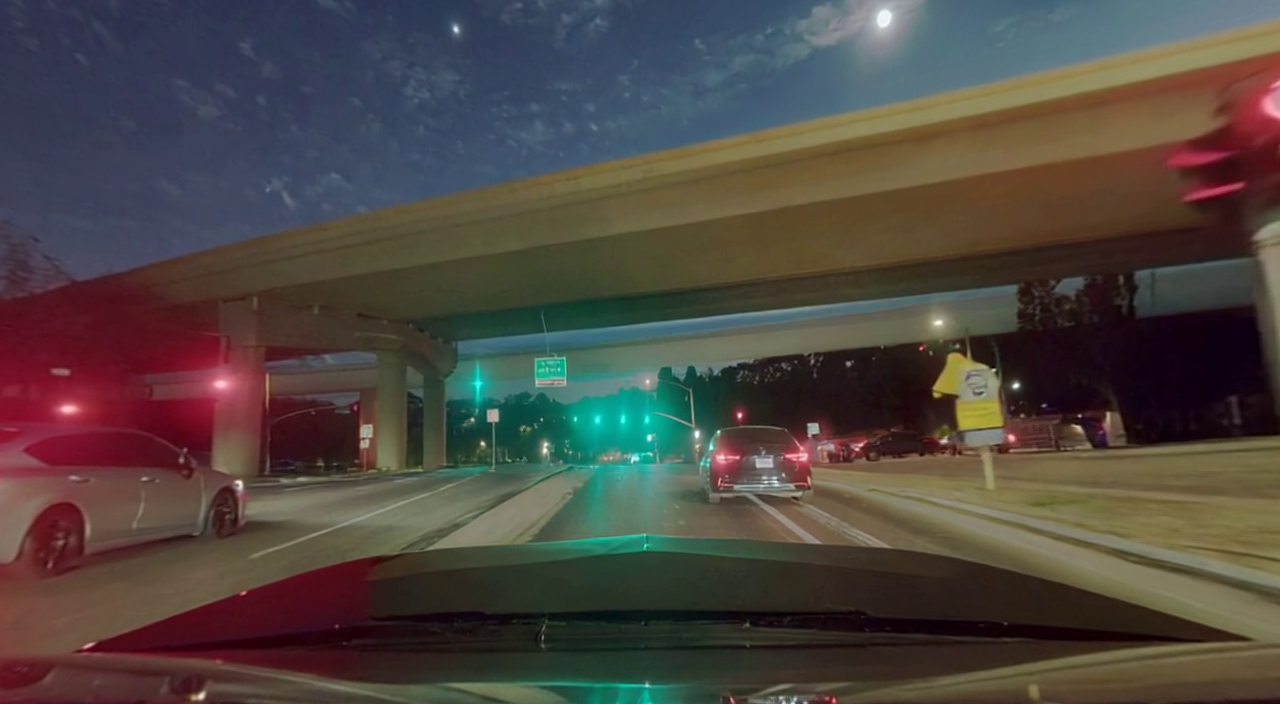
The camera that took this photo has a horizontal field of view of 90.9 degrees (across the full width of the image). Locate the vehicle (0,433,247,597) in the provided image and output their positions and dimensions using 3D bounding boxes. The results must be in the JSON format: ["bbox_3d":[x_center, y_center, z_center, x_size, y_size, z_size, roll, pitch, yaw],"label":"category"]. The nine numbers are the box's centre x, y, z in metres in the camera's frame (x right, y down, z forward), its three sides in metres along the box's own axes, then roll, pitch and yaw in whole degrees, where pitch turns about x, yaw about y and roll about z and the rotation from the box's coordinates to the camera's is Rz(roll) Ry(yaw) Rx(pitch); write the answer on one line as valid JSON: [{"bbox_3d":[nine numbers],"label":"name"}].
[{"bbox_3d":[-7.691,1.974,8.497,2.108,1.670,4.235,0,-8,-2],"label":"vehicle"}]
